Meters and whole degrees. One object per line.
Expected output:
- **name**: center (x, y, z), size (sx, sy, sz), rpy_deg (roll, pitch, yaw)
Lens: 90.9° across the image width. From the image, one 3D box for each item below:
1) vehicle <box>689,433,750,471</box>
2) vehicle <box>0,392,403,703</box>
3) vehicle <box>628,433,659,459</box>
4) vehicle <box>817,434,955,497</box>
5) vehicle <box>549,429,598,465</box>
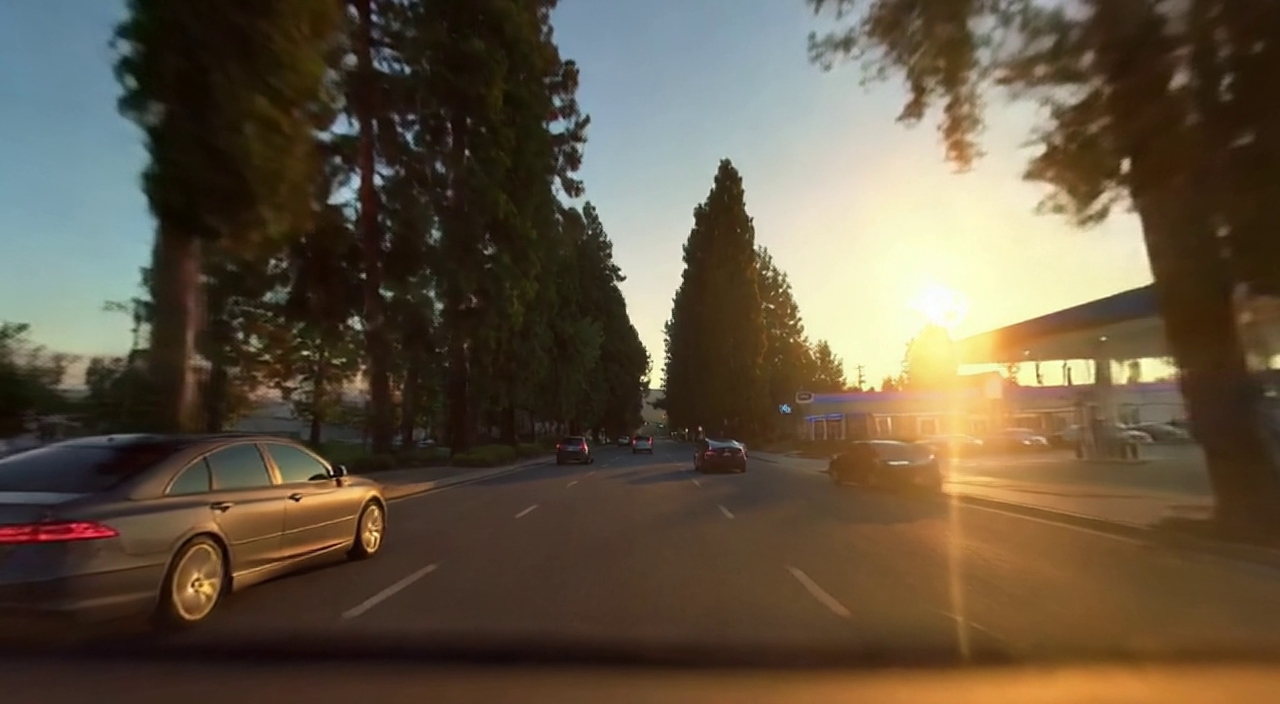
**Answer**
- **vehicle**: center (3.313, 4.276, 27.208), size (2.010, 1.486, 4.498), rpy_deg (0, -8, -1)
- **vehicle**: center (-4.040, 1.280, 5.308), size (1.988, 1.530, 5.155), rpy_deg (0, -8, 1)
- **vehicle**: center (0.203, 5.960, 40.125), size (1.922, 1.579, 3.642), rpy_deg (0, -8, 0)
- **vehicle**: center (6.299, 2.928, 16.741), size (1.856, 1.421, 4.357), rpy_deg (0, -8, -1)
- **vehicle**: center (-3.429, 5.038, 33.509), size (2.051, 1.747, 4.370), rpy_deg (0, -8, 1)
